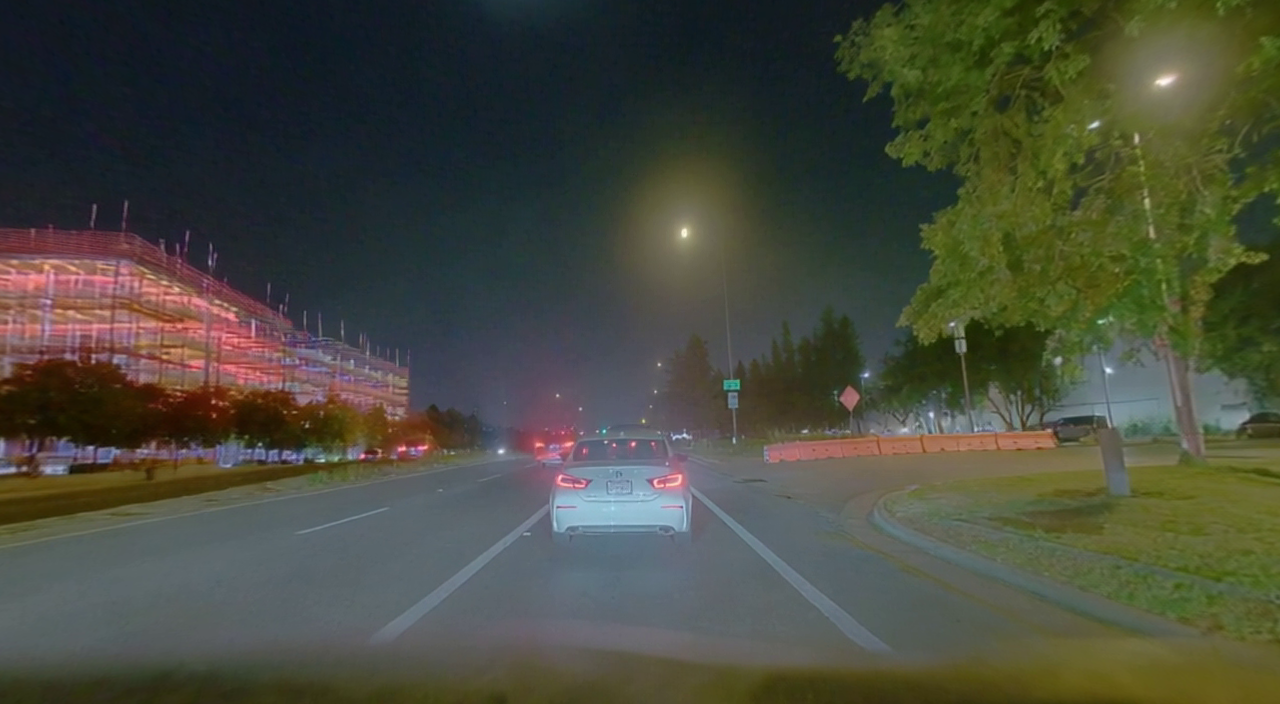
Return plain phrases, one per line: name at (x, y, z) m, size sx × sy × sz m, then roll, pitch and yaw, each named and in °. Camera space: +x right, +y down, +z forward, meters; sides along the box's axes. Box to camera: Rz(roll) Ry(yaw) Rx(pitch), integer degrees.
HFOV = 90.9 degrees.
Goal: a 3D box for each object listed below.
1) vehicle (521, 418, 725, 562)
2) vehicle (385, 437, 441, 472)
vehicle at (-0.180, 1.737, 8.660) m, size 2.112 × 1.482 × 4.076 m, roll 0°, pitch -8°, yaw 0°
vehicle at (-10.409, 4.638, 28.696) m, size 2.072 × 1.465 × 4.394 m, roll 3°, pitch -9°, yaw -23°
